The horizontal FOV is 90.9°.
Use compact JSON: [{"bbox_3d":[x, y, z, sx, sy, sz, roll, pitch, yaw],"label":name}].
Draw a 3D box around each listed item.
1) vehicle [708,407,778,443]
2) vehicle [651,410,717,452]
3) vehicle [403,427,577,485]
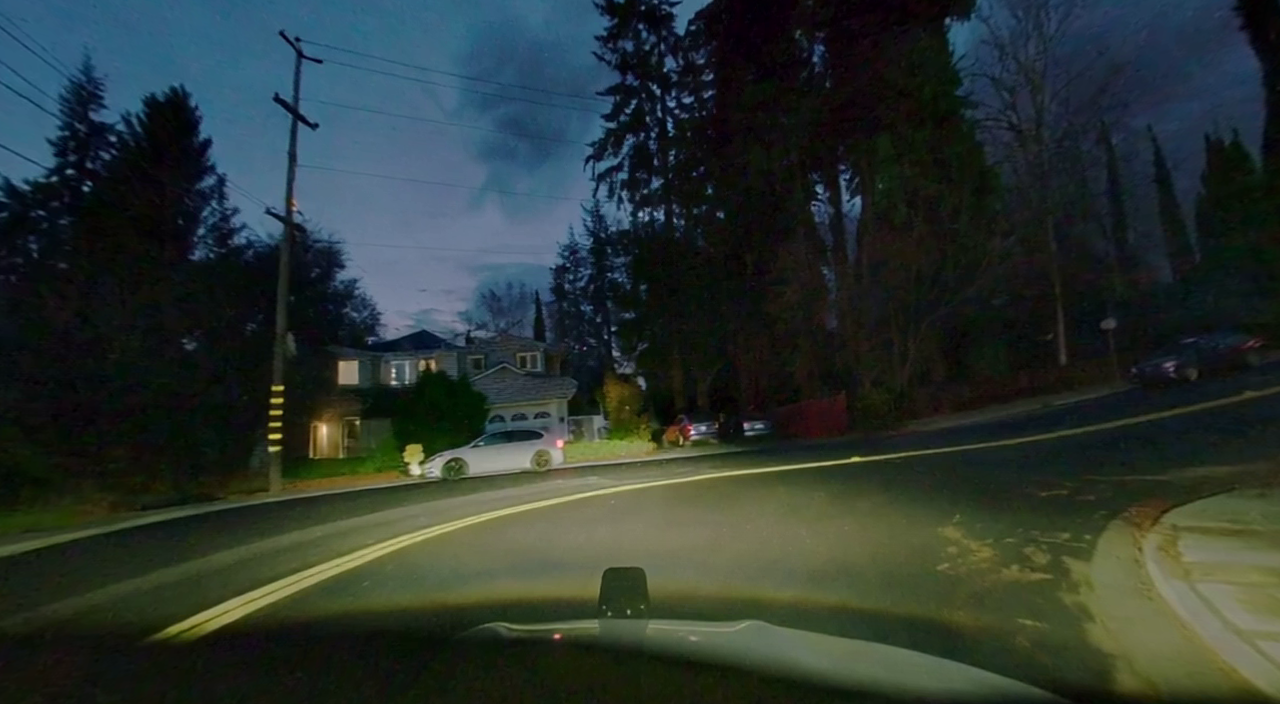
[{"bbox_3d":[5.449,4.057,34.235,2.216,1.728,5.118,1,-9,-9],"label":"vehicle"},{"bbox_3d":[2.267,4.199,34.299,2.413,1.838,4.977,0,-3,-10],"label":"vehicle"},{"bbox_3d":[-4.461,3.099,18.957,4.696,1.534,1.912,5,-10,-28],"label":"vehicle"}]
